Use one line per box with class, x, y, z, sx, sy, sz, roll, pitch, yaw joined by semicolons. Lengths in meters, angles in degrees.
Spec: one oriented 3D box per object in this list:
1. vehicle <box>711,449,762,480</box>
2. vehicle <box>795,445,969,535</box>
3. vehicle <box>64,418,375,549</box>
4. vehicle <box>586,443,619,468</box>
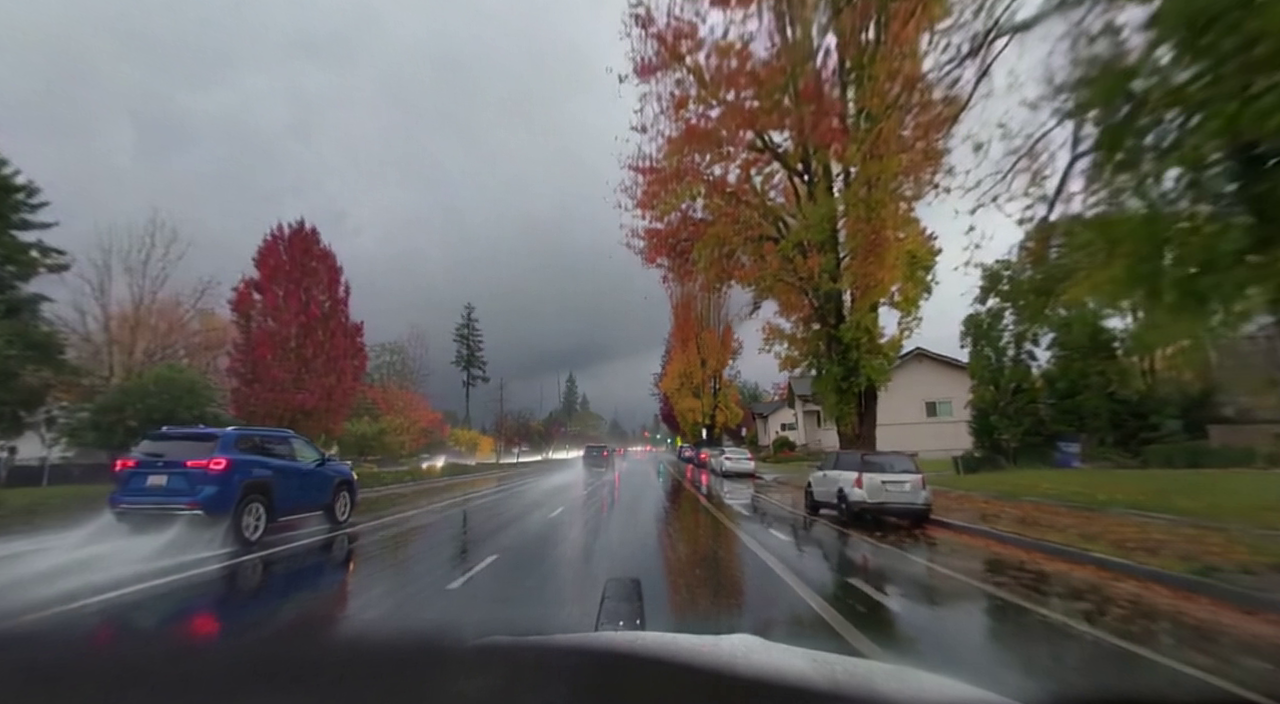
vehicle;5.021;5.921;33.382;1.952;1.505;4.713;0;-9;0
vehicle;4.645;2.688;12.875;1.939;1.504;4.189;0;-9;1
vehicle;-6.547;2.101;10.664;2.034;1.711;4.512;0;-9;1
vehicle;-2.911;8.140;49.503;2.228;1.796;4.491;0;-9;1
